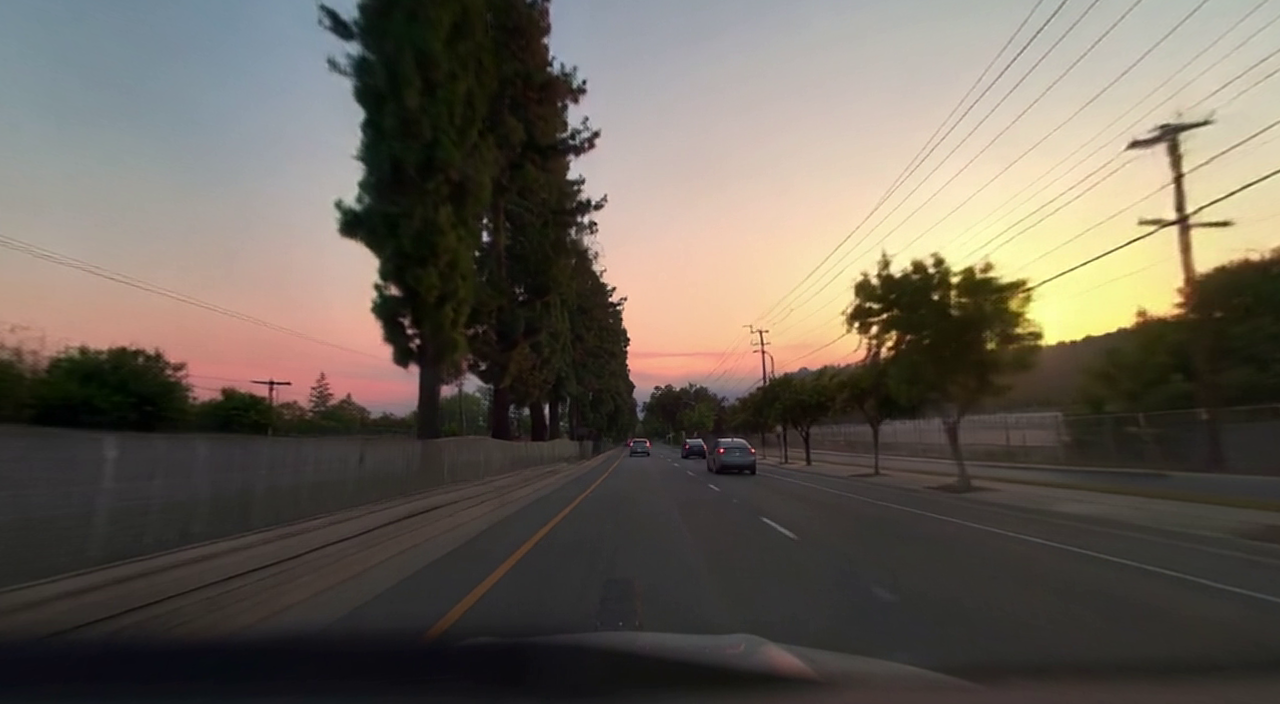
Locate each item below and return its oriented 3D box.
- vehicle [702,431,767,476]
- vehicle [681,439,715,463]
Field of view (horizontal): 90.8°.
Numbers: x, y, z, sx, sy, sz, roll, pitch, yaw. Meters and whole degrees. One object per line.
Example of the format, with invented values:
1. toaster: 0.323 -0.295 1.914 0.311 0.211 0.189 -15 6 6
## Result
1. vehicle: 4.101 4.515 28.246 2.112 1.825 4.574 0 -8 -1
2. vehicle: 4.051 6.971 44.634 2.012 1.653 4.115 0 -8 0
